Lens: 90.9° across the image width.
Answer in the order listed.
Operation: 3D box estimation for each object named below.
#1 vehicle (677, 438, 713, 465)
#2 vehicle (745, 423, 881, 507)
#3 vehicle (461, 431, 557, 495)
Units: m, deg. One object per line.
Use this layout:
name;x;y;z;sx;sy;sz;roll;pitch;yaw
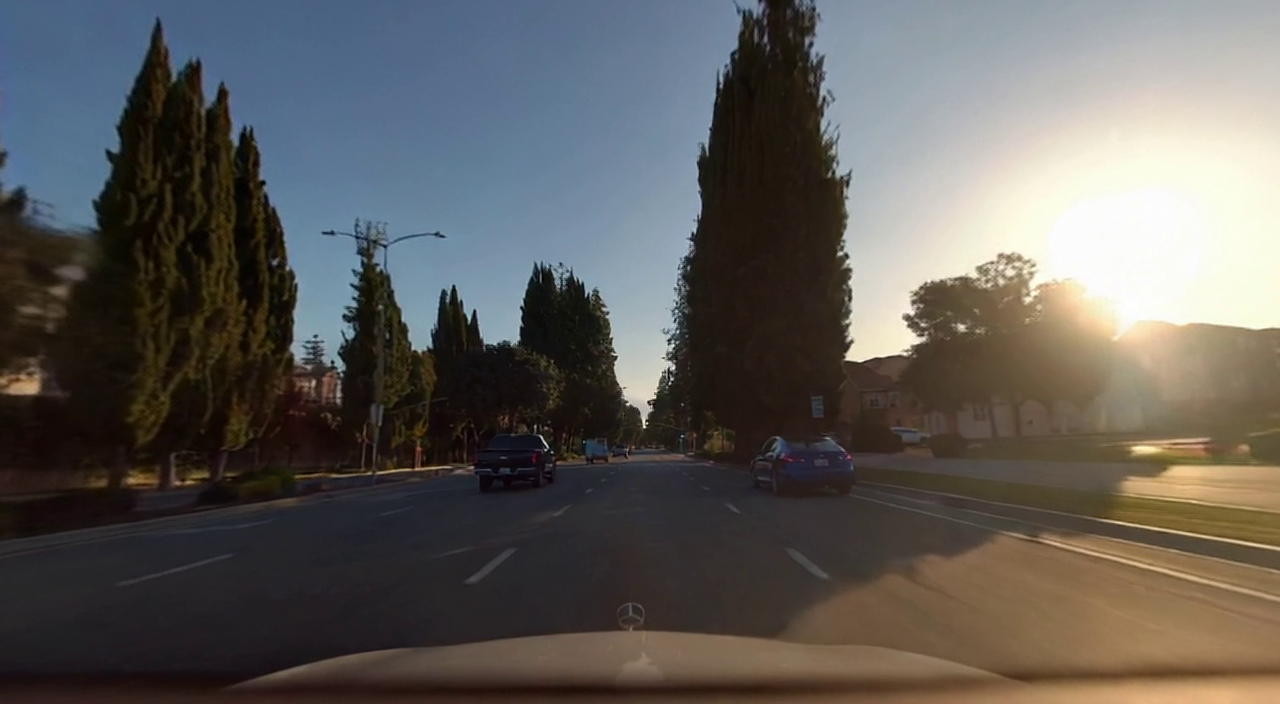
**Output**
vehicle;4.167;7.610;48.427;2.321;1.957;5.037;0;-9;1
vehicle;4.002;2.708;15.428;2.016;1.736;4.356;0;-9;-1
vehicle;-3.925;3.423;19.756;2.002;1.747;4.728;0;-9;0
